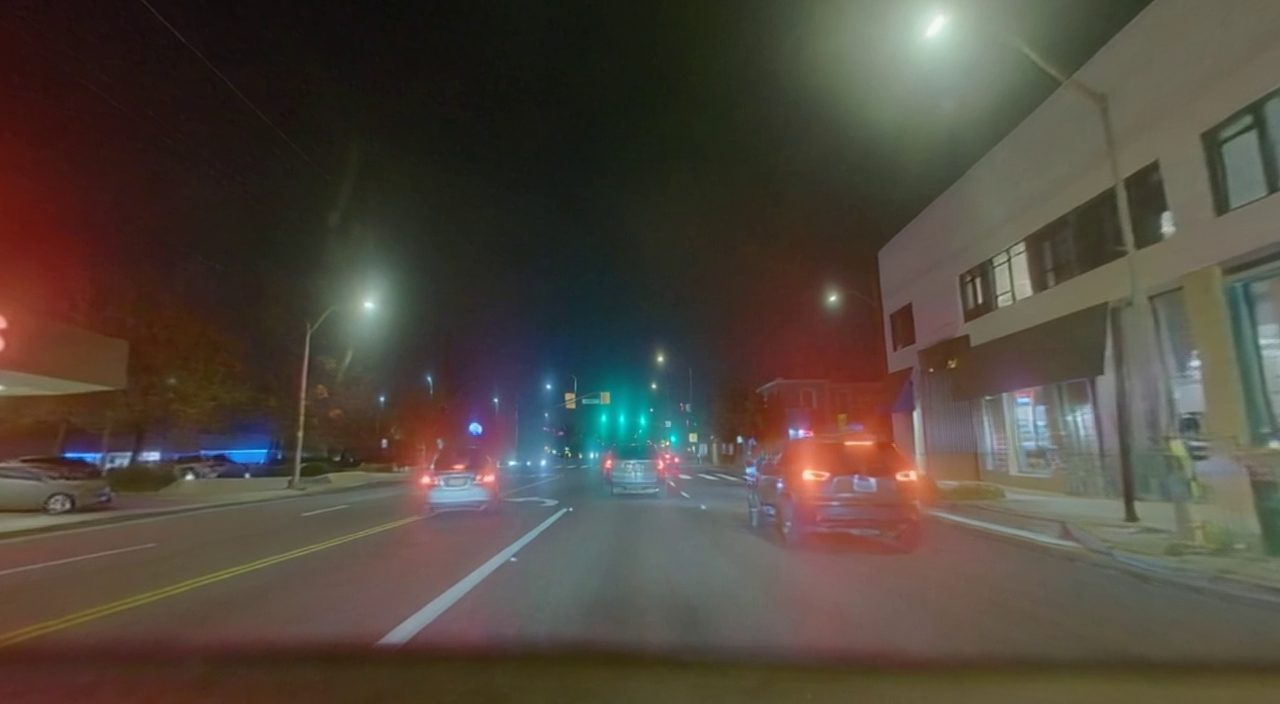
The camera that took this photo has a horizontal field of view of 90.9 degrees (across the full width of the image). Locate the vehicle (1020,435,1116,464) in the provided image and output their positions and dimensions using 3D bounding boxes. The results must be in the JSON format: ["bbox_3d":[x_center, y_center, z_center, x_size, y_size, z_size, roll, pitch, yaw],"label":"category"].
[{"bbox_3d":[23.621,5.394,34.987,4.092,1.496,1.889,-4,-9,25],"label":"vehicle"}]

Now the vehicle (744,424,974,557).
[{"bbox_3d":[3.367,2.228,10.959,2.276,1.787,4.630,0,-8,-1],"label":"vehicle"}]

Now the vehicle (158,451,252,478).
[{"bbox_3d":[-27.415,7.092,39.805,4.458,1.608,2.051,0,-8,2],"label":"vehicle"}]

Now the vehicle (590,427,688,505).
[{"bbox_3d":[-0.051,3.445,19.619,2.638,2.065,5.313,0,-8,0],"label":"vehicle"}]

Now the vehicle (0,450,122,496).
[{"bbox_3d":[-26.380,5.331,28.241,2.123,1.820,5.136,0,-8,-3],"label":"vehicle"}]

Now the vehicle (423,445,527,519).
[{"bbox_3d":[-4.310,3.150,15.973,1.975,1.570,4.456,3,-9,-21],"label":"vehicle"}]
